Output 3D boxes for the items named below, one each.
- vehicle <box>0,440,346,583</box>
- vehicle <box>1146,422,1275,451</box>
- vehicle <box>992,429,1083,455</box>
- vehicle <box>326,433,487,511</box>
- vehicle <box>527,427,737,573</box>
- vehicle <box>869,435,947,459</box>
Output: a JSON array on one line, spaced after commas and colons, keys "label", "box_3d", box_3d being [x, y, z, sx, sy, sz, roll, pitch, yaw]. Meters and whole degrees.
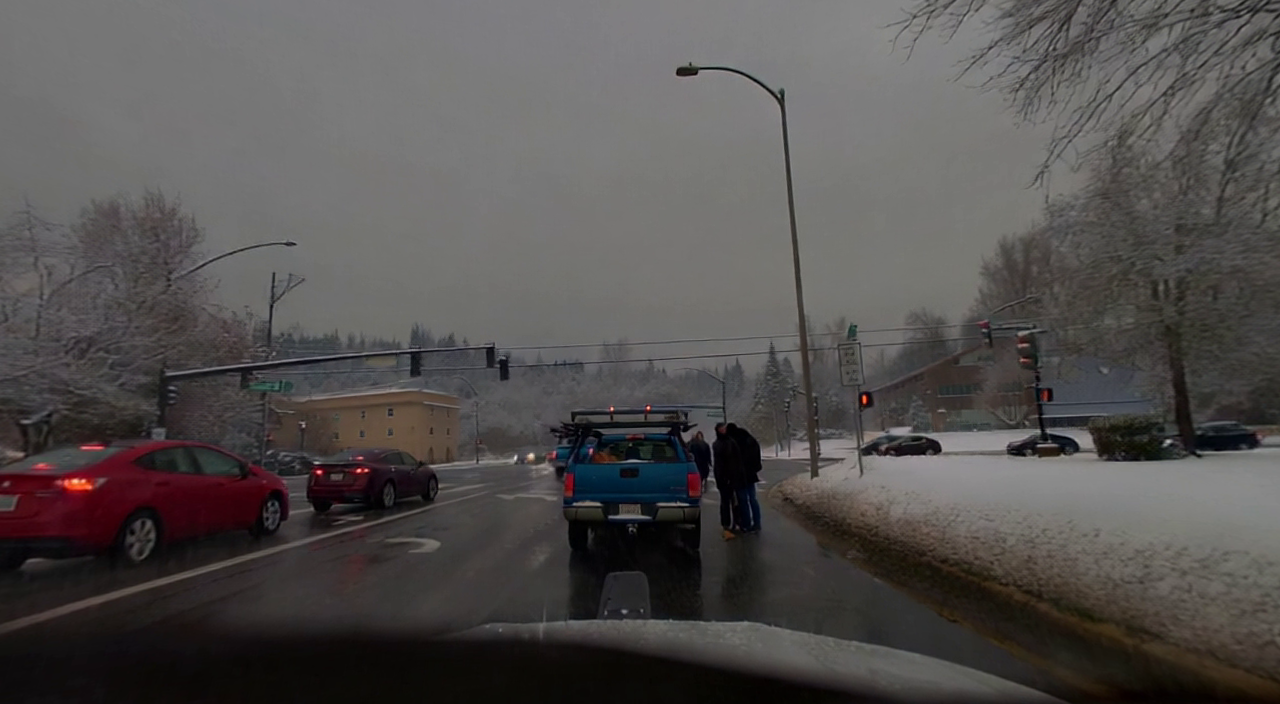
[{"label": "vehicle", "box_3d": [-6.327, 2.064, 9.036, 1.948, 1.530, 4.283, 0, -9, 3]}, {"label": "vehicle", "box_3d": [30.517, 4.602, 33.806, 4.739, 1.472, 1.804, -5, -10, 30]}, {"label": "vehicle", "box_3d": [23.814, 5.437, 37.753, 4.454, 1.440, 1.816, -5, -10, 30]}, {"label": "vehicle", "box_3d": [-6.154, 3.219, 17.464, 2.230, 1.811, 5.183, -1, -9, 3]}, {"label": "vehicle", "box_3d": [-0.053, 1.858, 8.678, 2.182, 1.501, 4.150, 0, -9, 1]}, {"label": "vehicle", "box_3d": [17.523, 6.214, 41.142, 4.441, 1.452, 1.798, -5, -10, 30]}]
